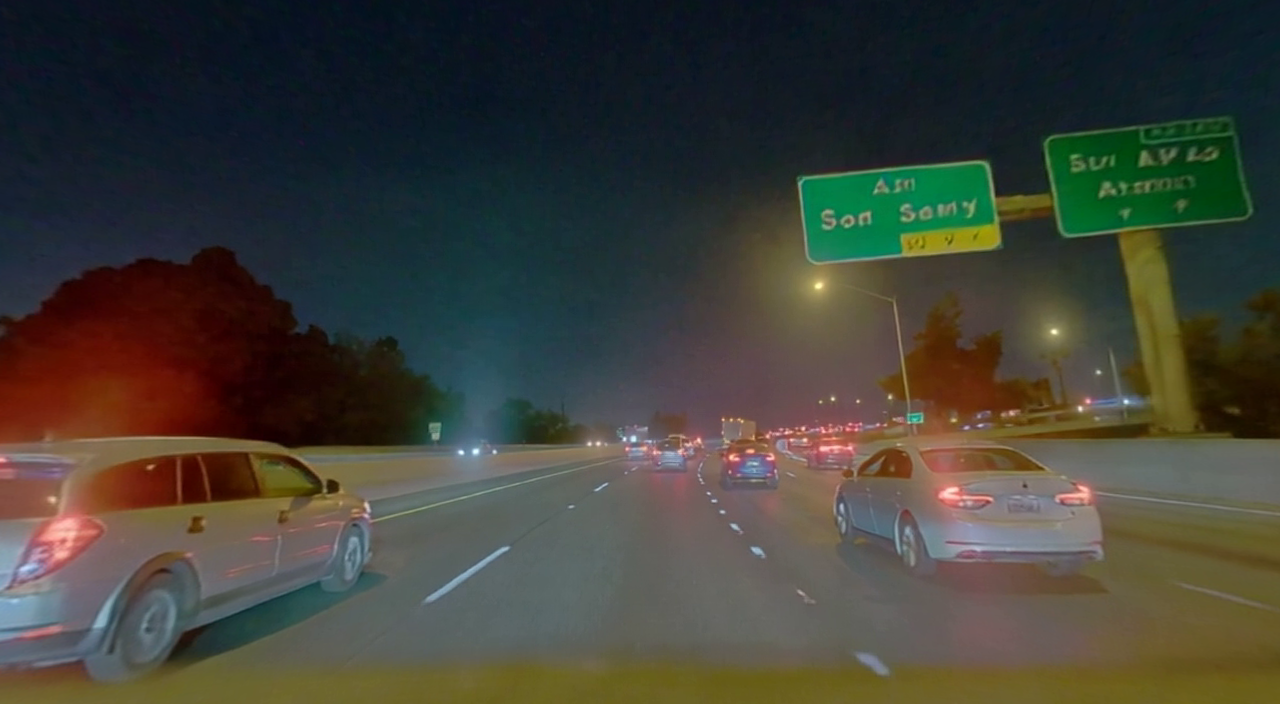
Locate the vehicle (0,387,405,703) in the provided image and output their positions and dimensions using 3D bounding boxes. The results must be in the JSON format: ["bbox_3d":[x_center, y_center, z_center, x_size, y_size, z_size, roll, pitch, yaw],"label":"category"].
[{"bbox_3d":[-3.266,1.142,3.745,1.937,1.558,4.469,0,-9,1],"label":"vehicle"}]

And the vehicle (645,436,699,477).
[{"bbox_3d":[1.405,4.535,27.494,2.201,1.614,3.803,-1,-9,4],"label":"vehicle"}]

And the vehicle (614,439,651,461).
[{"bbox_3d":[-0.495,7.084,45.694,2.059,1.516,4.236,-1,-9,7],"label":"vehicle"}]

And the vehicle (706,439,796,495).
[{"bbox_3d":[3.234,3.450,19.278,2.009,1.489,4.559,0,-9,1],"label":"vehicle"}]

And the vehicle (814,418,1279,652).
[{"bbox_3d":[3.438,1.547,6.471,2.014,1.489,4.696,0,-9,1],"label":"vehicle"}]
